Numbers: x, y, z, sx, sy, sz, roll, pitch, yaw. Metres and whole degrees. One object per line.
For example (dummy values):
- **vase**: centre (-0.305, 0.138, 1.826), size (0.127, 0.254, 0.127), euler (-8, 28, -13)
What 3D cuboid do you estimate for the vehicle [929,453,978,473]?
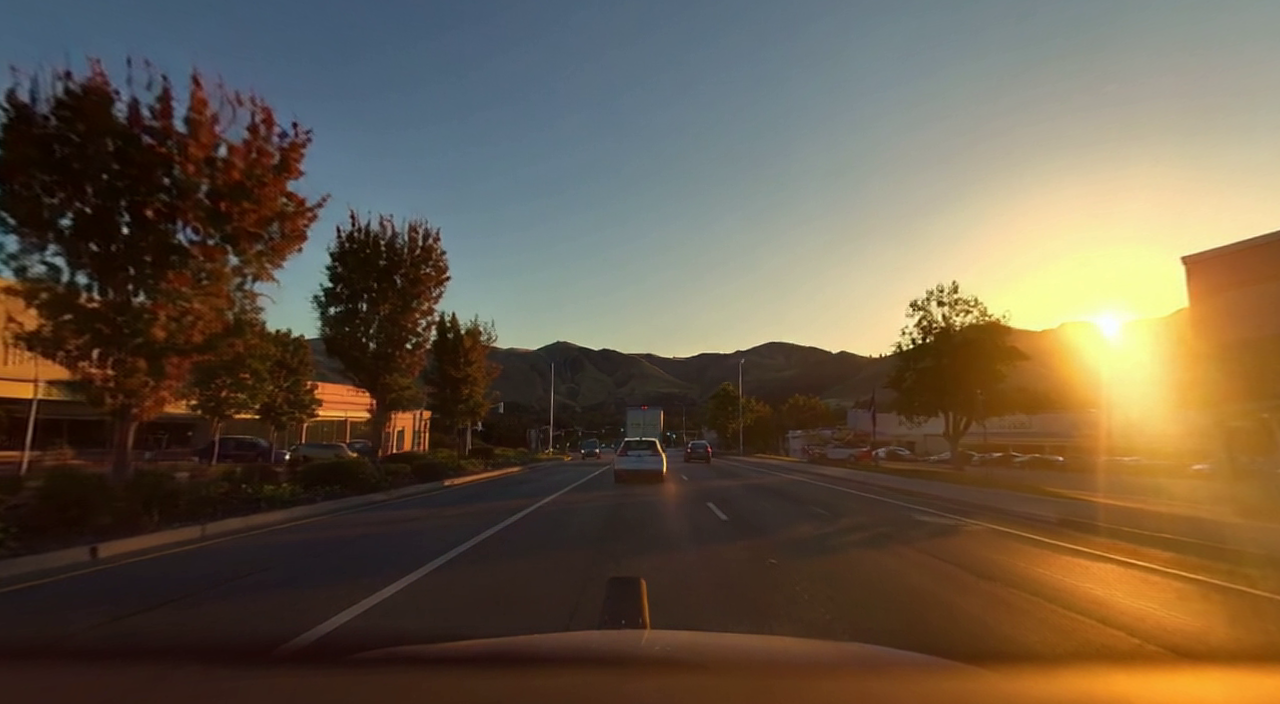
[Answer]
- **vehicle**: centre (24.733, 8.734, 49.577), size (1.751, 1.439, 3.847), euler (0, -8, -2)

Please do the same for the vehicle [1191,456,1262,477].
- **vehicle**: centre (46.631, 9.102, 49.982), size (1.891, 1.495, 4.028), euler (-1, -8, 4)

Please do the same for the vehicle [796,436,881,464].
- **vehicle**: centre (12.903, 6.419, 41.113), size (4.887, 1.734, 2.014), euler (0, -8, 2)

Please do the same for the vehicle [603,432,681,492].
- **vehicle**: centre (0.060, 3.362, 19.555), size (2.193, 1.651, 3.946), euler (0, -8, 0)

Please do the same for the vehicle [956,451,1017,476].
- **vehicle**: centre (27.324, 8.788, 49.713), size (2.108, 1.735, 4.476), euler (1, -8, -2)

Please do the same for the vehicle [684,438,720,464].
- **vehicle**: centre (4.288, 6.904, 43.946), size (2.088, 1.655, 4.360), euler (0, -8, 0)

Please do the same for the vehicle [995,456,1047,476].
- **vehicle**: centre (30.215, 9.049, 49.938), size (1.745, 1.464, 3.716), euler (0, -8, -1)

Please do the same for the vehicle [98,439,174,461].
- **vehicle**: centre (-35.665, 6.958, 44.545), size (3.714, 1.510, 1.917), euler (4, -9, -23)

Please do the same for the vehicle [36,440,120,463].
- **vehicle**: centre (-36.650, 6.485, 41.026), size (3.640, 1.447, 1.788), euler (4, -9, -26)
